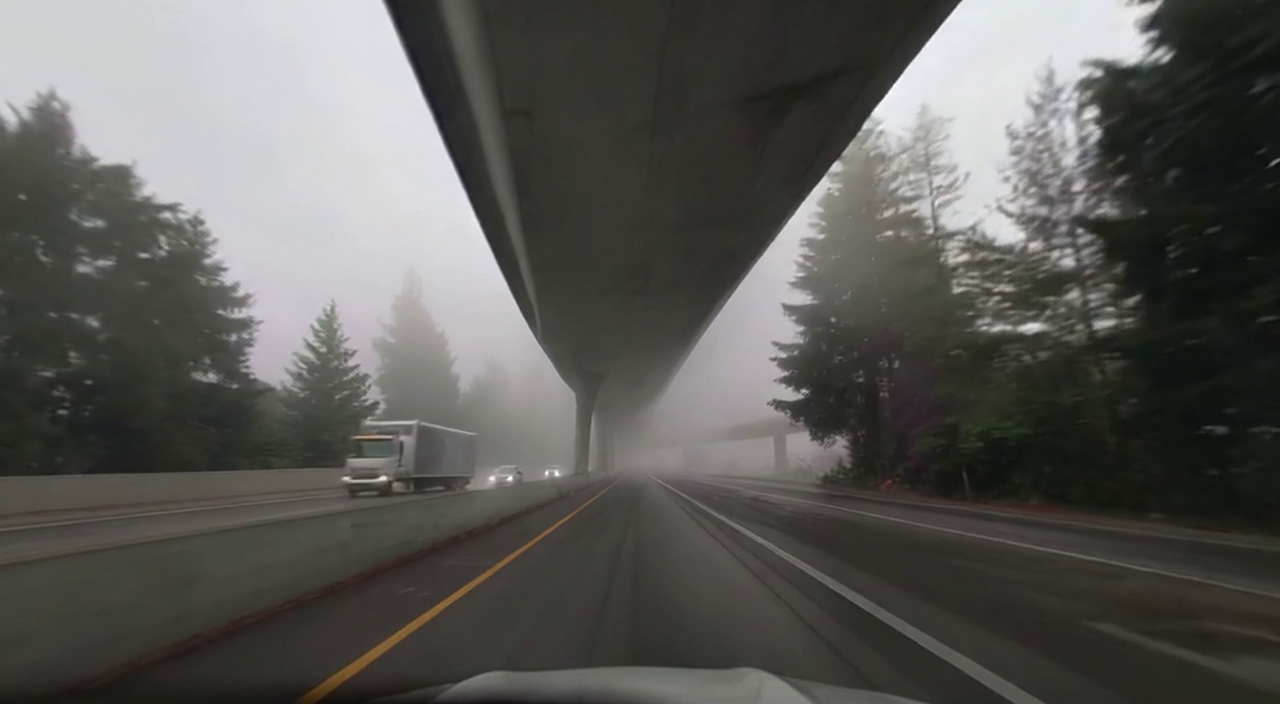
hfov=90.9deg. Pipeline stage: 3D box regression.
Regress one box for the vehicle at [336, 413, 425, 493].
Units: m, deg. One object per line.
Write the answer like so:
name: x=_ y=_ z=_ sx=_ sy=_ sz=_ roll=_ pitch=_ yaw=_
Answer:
vehicle: x=-13.488 y=5.316 z=33.059 sx=3.038 sy=3.896 sz=3.252 roll=1 pitch=-10 yaw=0

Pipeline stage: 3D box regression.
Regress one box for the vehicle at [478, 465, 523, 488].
vehicle: x=-9.115 y=8.189 z=41.540 sx=1.903 sy=1.395 sz=4.235 roll=1 pitch=-10 yaw=1
